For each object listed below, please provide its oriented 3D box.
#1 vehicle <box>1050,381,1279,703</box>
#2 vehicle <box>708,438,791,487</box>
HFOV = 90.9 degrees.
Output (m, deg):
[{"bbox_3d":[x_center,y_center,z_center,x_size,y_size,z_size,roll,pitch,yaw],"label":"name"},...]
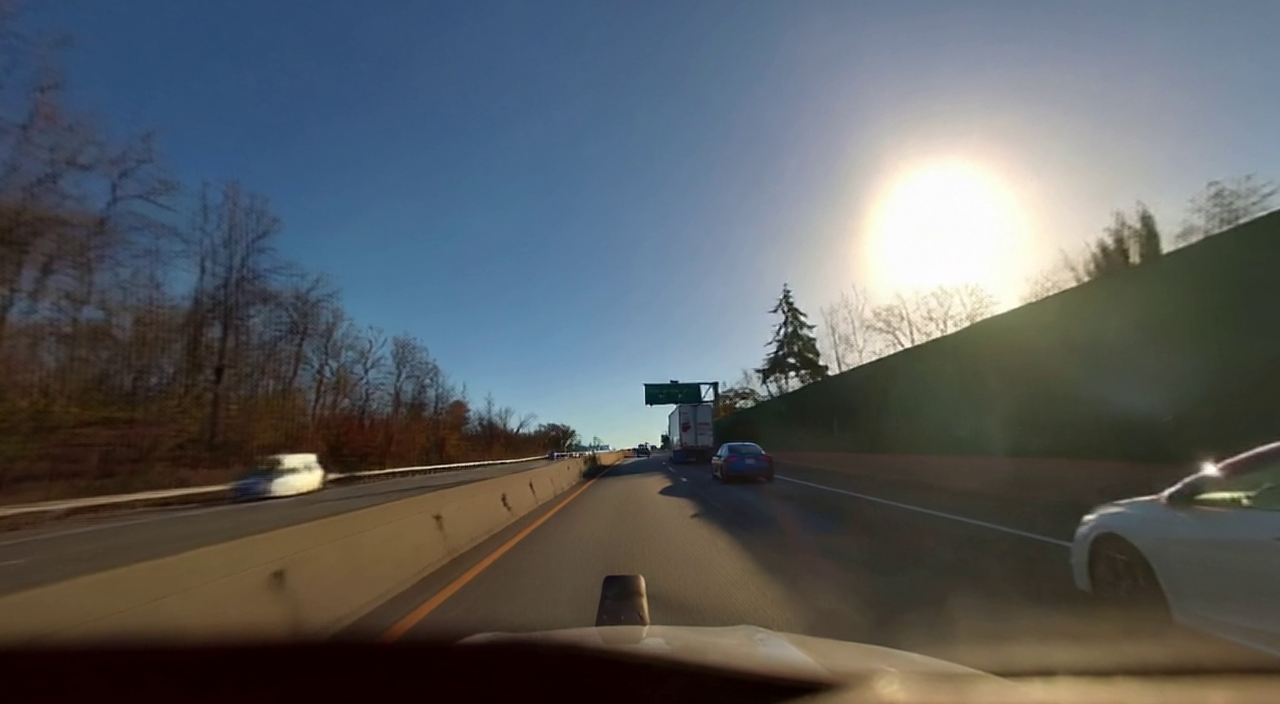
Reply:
[{"bbox_3d":[3.984,0.849,2.477,1.940,1.539,4.005,0,-8,-2],"label":"vehicle"},{"bbox_3d":[3.649,3.762,21.851,2.000,1.473,4.440,0,-8,-2],"label":"vehicle"}]
